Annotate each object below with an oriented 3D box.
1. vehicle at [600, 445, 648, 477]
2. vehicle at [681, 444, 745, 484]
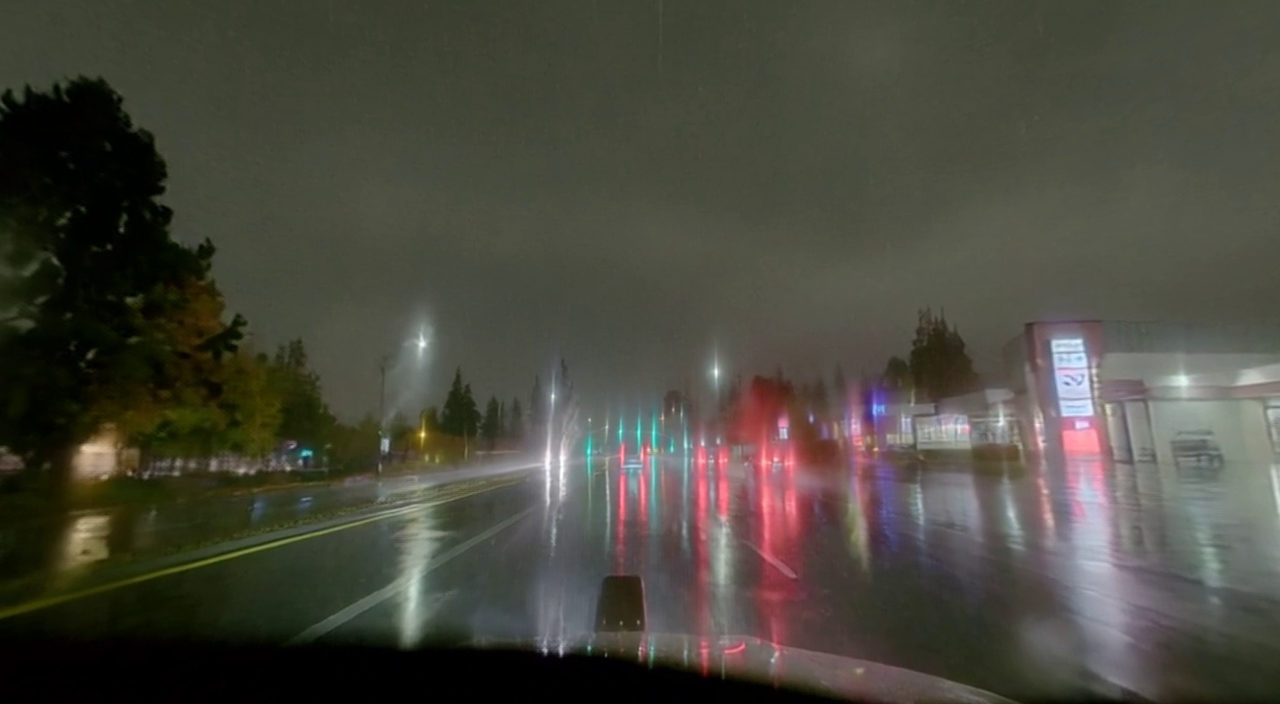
[{"bbox_3d":[-0.726,5.415,31.552,2.242,1.474,4.127,0,-8,0],"label":"vehicle"},{"bbox_3d":[2.952,4.620,26.473,2.057,1.491,4.675,0,-8,-1],"label":"vehicle"}]
